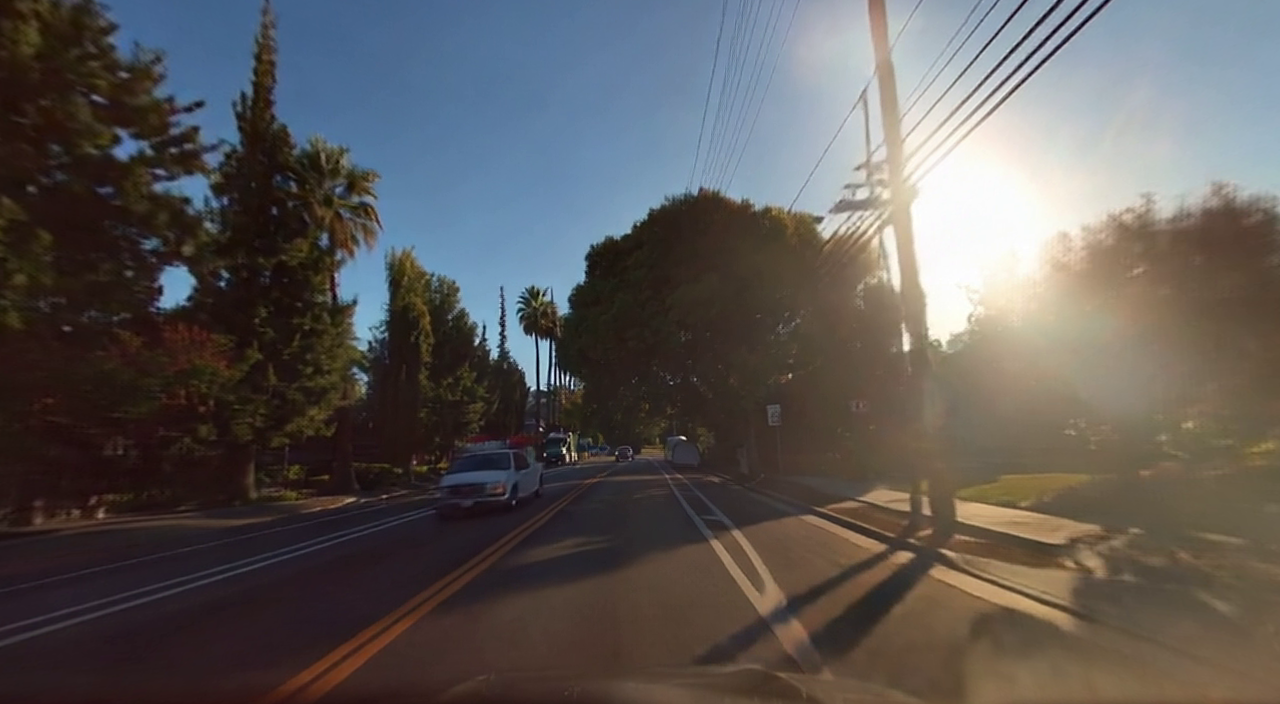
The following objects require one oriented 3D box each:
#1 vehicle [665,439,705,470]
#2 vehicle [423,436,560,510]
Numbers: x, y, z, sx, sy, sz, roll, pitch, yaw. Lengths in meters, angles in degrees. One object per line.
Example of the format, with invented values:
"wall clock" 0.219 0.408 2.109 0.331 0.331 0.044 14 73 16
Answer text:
"vehicle" 2.885 6.740 41.692 2.168 1.851 4.861 0 -9 -1
"vehicle" -3.750 3.183 17.264 2.336 1.669 5.581 0 -9 1
